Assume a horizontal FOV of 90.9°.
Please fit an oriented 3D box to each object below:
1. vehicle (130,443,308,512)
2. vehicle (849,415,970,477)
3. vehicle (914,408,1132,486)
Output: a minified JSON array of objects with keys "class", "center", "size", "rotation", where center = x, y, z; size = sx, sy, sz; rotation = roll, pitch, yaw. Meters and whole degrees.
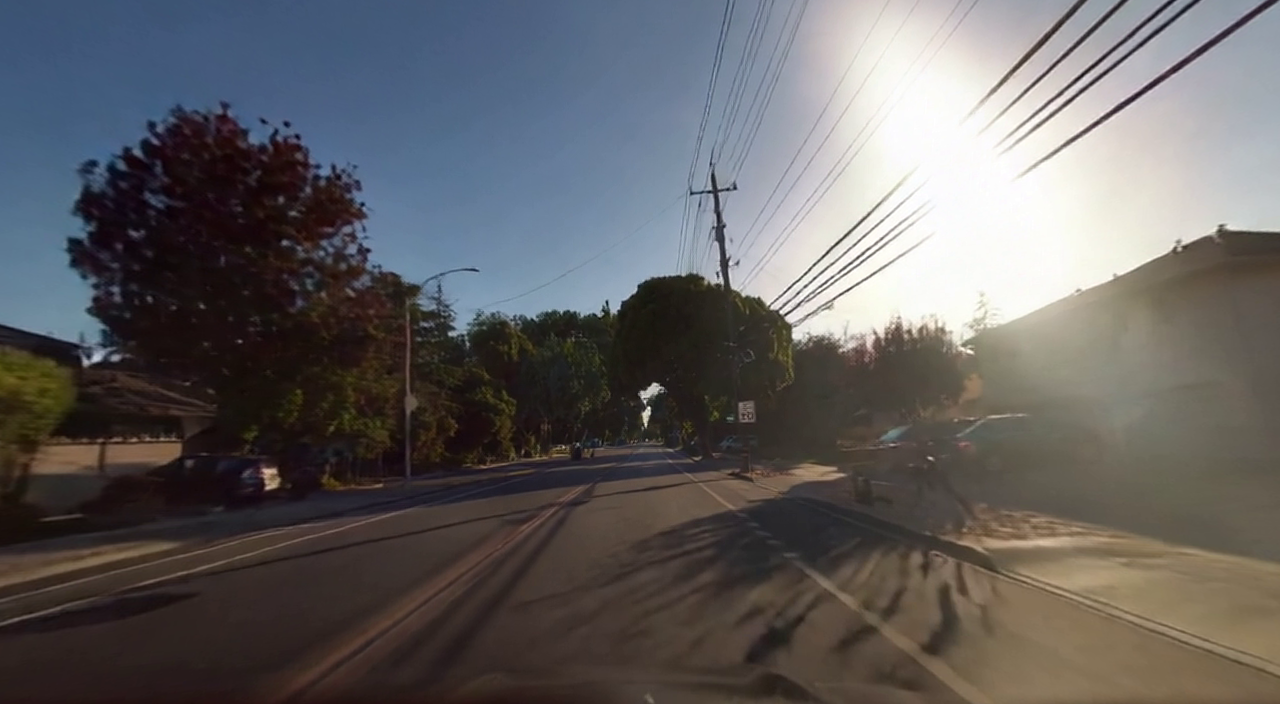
[{"class":"vehicle","center":[-13.053,3.873,20.042],"size":[2.053,1.906,4.889],"rotation":[-1,-9,3]},{"class":"vehicle","center":[9.590,3.261,22.185],"size":[2.087,1.903,5.134],"rotation":[-8,-11,44]},{"class":"vehicle","center":[10.411,2.615,17.442],"size":[4.626,1.731,2.007],"rotation":[-3,-8,-1]}]
